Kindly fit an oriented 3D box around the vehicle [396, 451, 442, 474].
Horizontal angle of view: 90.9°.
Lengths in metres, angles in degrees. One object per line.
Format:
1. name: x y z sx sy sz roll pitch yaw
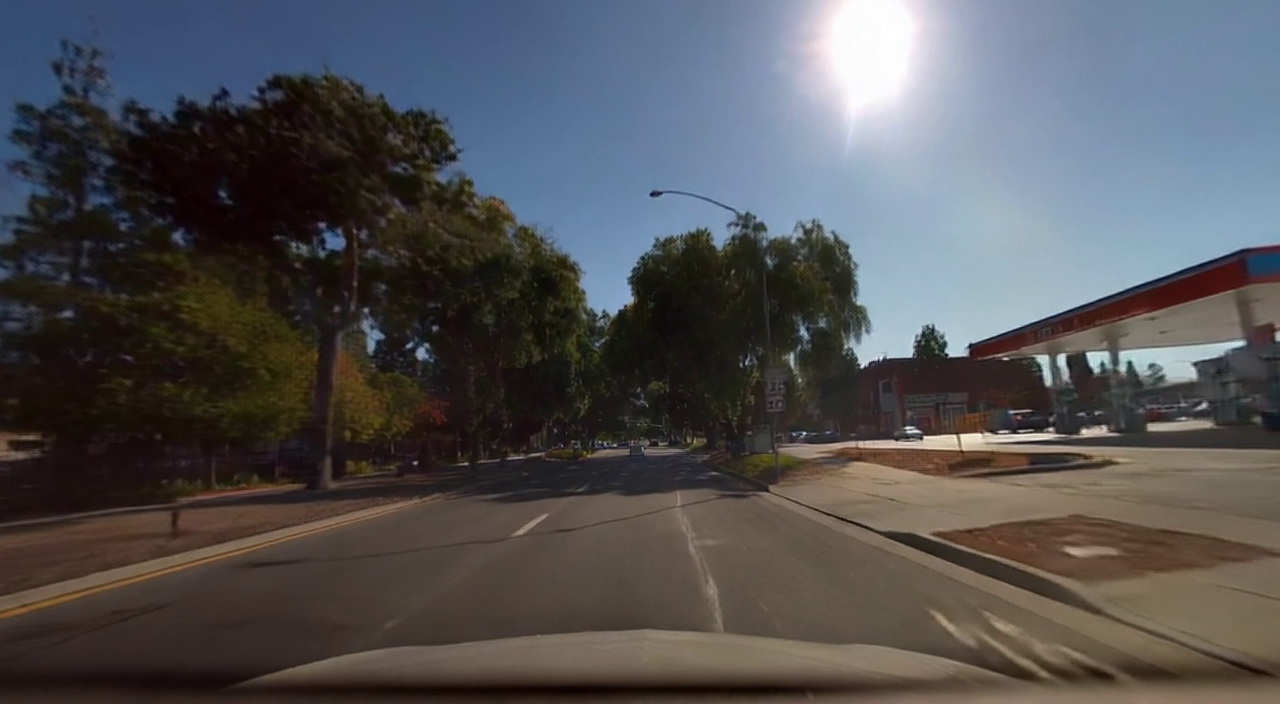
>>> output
1. vehicle: -16.990 8.513 48.628 1.841 1.642 4.448 0 -8 1
